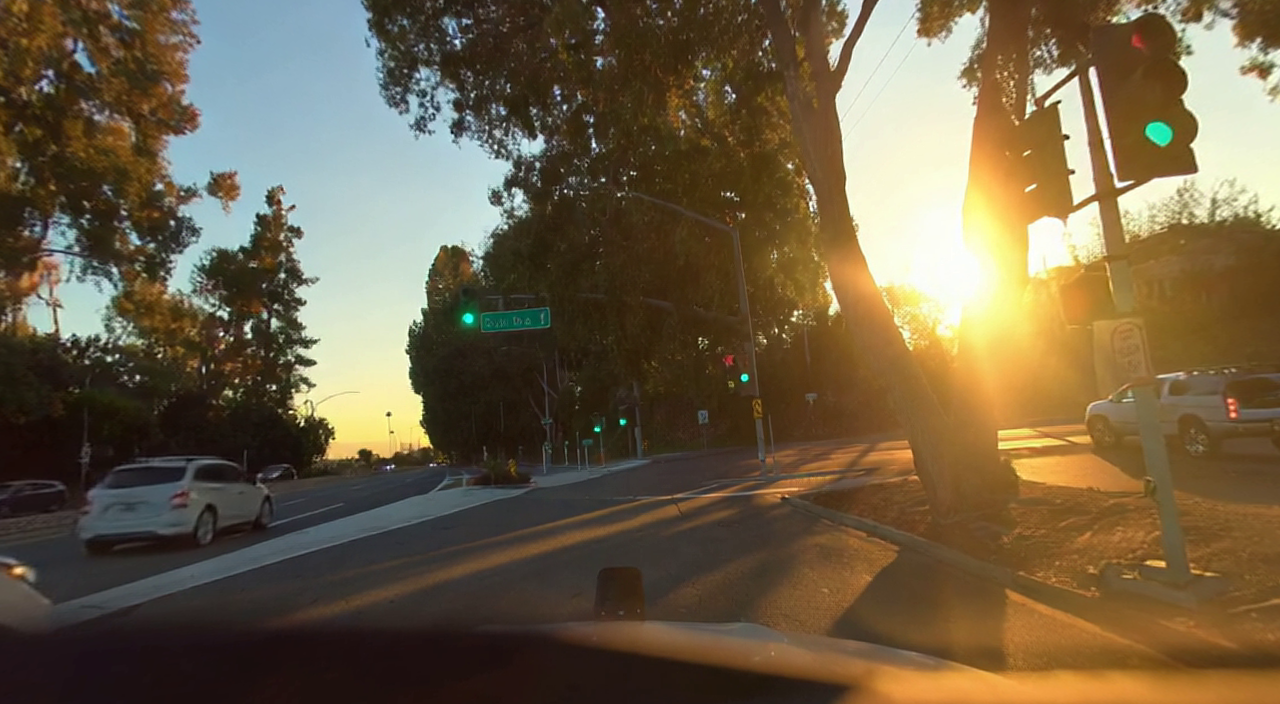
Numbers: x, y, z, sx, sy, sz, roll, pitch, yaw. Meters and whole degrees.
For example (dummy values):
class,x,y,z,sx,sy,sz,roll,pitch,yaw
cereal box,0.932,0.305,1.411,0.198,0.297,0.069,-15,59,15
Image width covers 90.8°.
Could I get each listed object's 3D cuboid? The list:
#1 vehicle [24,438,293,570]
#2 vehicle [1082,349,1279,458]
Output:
class,x,y,z,sx,sy,sz,roll,pitch,yaw
vehicle,-8.208,2.537,11.422,2.062,1.740,4.198,-3,-8,-9
vehicle,10.651,1.087,11.797,1.855,1.669,4.529,-2,-9,6
